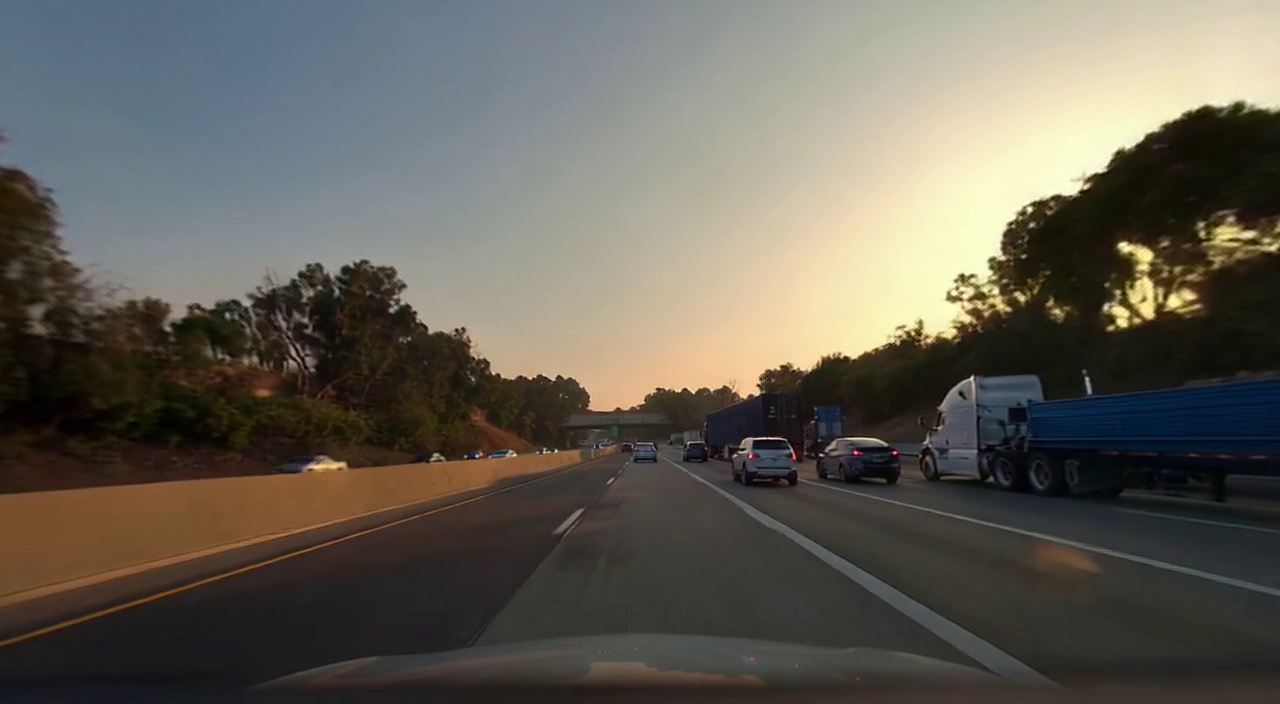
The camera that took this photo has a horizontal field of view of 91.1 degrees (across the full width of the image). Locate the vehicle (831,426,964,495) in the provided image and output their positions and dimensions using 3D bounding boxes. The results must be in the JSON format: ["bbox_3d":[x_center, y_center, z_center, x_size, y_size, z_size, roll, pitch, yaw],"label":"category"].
[{"bbox_3d":[7.633,3.255,19.196,1.985,1.835,4.681,0,-8,-1],"label":"vehicle"}]

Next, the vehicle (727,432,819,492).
[{"bbox_3d":[4.081,3.423,19.946,1.972,1.693,4.139,0,-8,-1],"label":"vehicle"}]

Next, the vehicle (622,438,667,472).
[{"bbox_3d":[0.249,5.711,35.108,2.313,1.736,4.215,0,-8,0],"label":"vehicle"}]

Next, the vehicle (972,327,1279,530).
[{"bbox_3d":[11.649,1.840,14.260,2.786,3.226,9.750,0,-8,0],"label":"vehicle"}]

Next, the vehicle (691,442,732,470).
[{"bbox_3d":[4.158,6.087,37.003,1.888,1.501,4.608,0,-8,0],"label":"vehicle"}]
